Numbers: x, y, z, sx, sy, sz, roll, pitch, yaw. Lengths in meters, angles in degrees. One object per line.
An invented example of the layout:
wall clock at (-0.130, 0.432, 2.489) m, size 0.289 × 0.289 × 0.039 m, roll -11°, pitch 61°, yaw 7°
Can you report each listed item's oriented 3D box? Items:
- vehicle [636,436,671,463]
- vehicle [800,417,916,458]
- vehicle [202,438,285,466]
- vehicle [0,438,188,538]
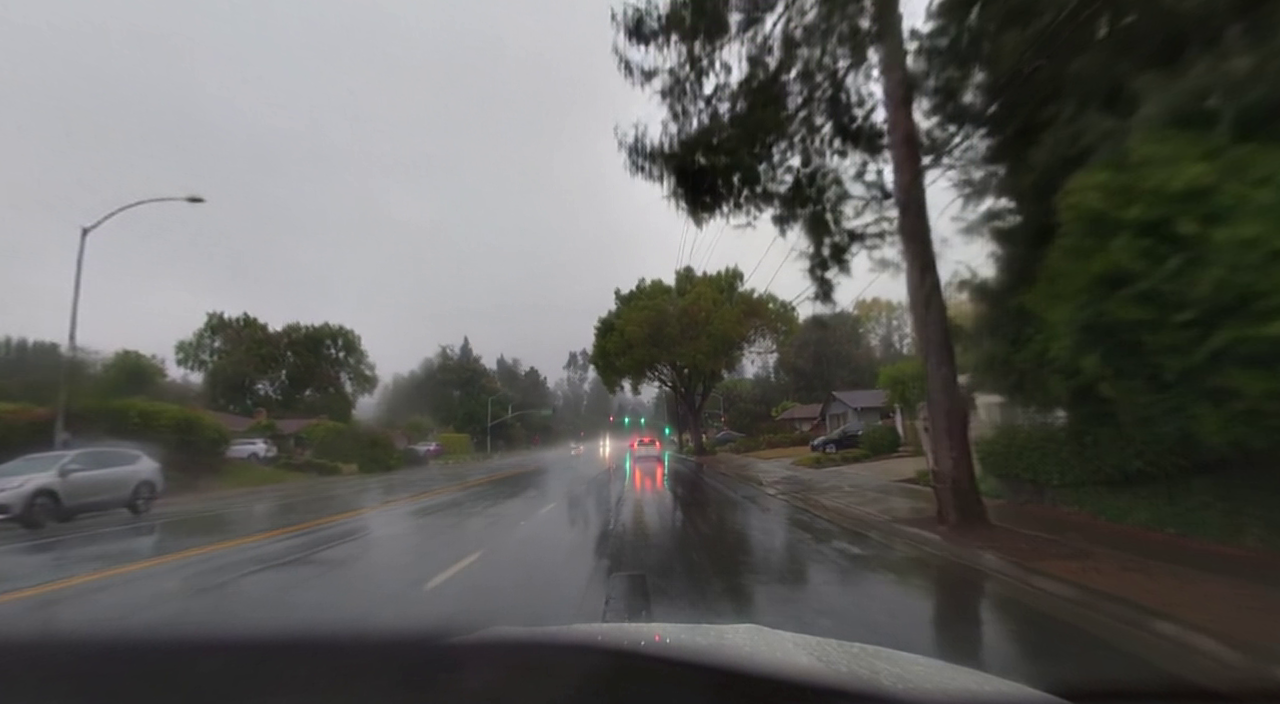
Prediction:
vehicle at (0.858, 6.070, 39.356) m, size 2.088 × 1.607 × 3.903 m, roll 0°, pitch -8°, yaw 2°
vehicle at (10.442, 4.142, 30.455) m, size 4.746 × 1.485 × 1.916 m, roll -5°, pitch -8°, yaw 0°
vehicle at (-28.197, 7.059, 44.803) m, size 5.100 × 1.864 × 2.490 m, roll -4°, pitch -9°, yaw 25°
vehicle at (-14.095, 3.180, 15.368) m, size 2.337 × 1.850 × 5.448 m, roll -4°, pitch -6°, yaw -2°
